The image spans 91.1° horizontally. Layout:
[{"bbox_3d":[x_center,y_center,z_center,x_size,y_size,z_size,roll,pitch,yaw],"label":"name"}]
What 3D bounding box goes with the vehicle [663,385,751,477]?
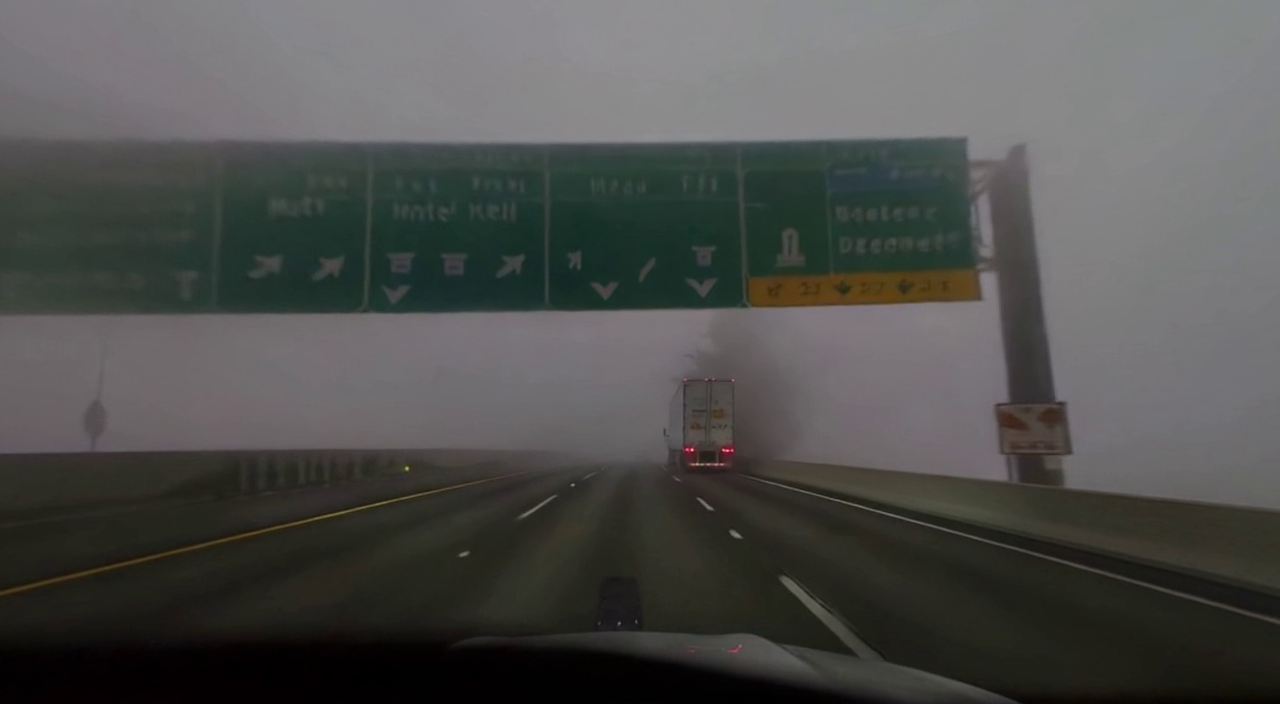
[{"bbox_3d":[3.218,4.594,35.081,3.244,4.020,14.561,0,-9,0],"label":"vehicle"}]
